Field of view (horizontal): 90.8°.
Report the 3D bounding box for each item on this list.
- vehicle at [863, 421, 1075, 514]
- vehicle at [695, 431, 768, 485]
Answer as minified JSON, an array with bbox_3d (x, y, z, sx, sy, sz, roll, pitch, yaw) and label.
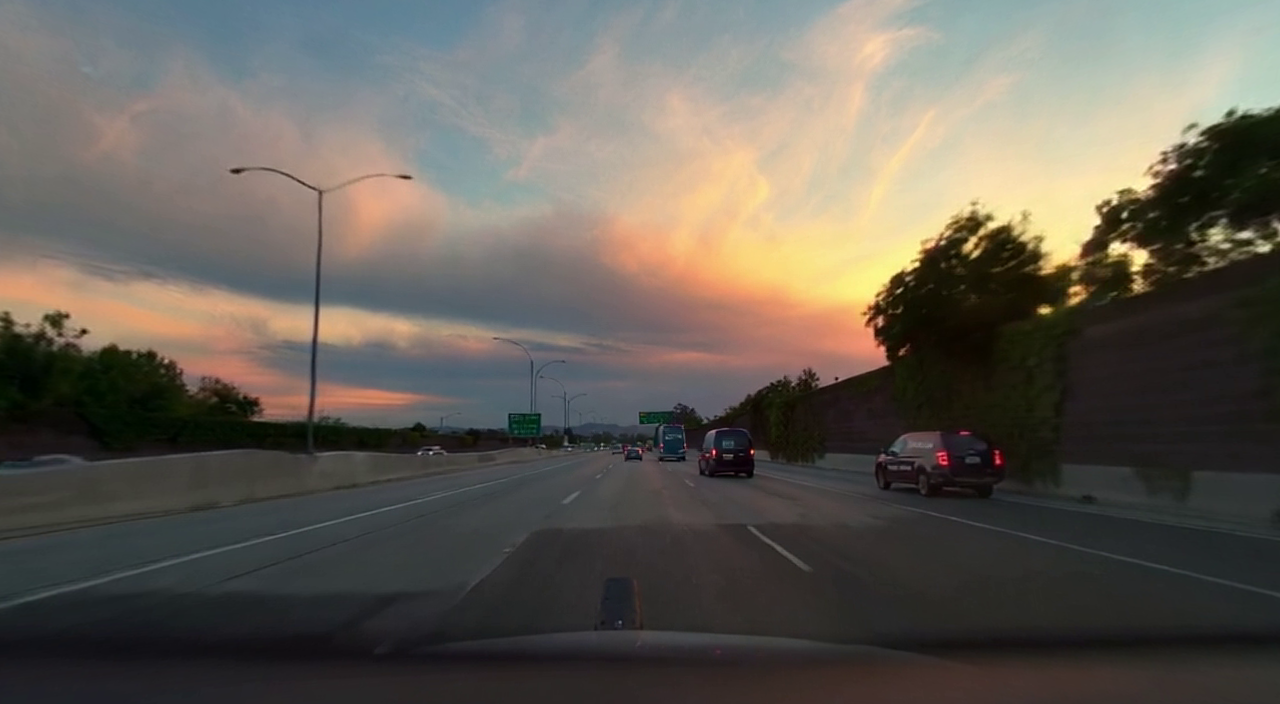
[{"bbox_3d":[7.406,2.658,15.032,2.266,1.799,4.947,0,-9,-1],"label":"vehicle"},{"bbox_3d":[3.494,4.166,25.132,2.035,1.931,4.841,0,-9,-2],"label":"vehicle"}]
